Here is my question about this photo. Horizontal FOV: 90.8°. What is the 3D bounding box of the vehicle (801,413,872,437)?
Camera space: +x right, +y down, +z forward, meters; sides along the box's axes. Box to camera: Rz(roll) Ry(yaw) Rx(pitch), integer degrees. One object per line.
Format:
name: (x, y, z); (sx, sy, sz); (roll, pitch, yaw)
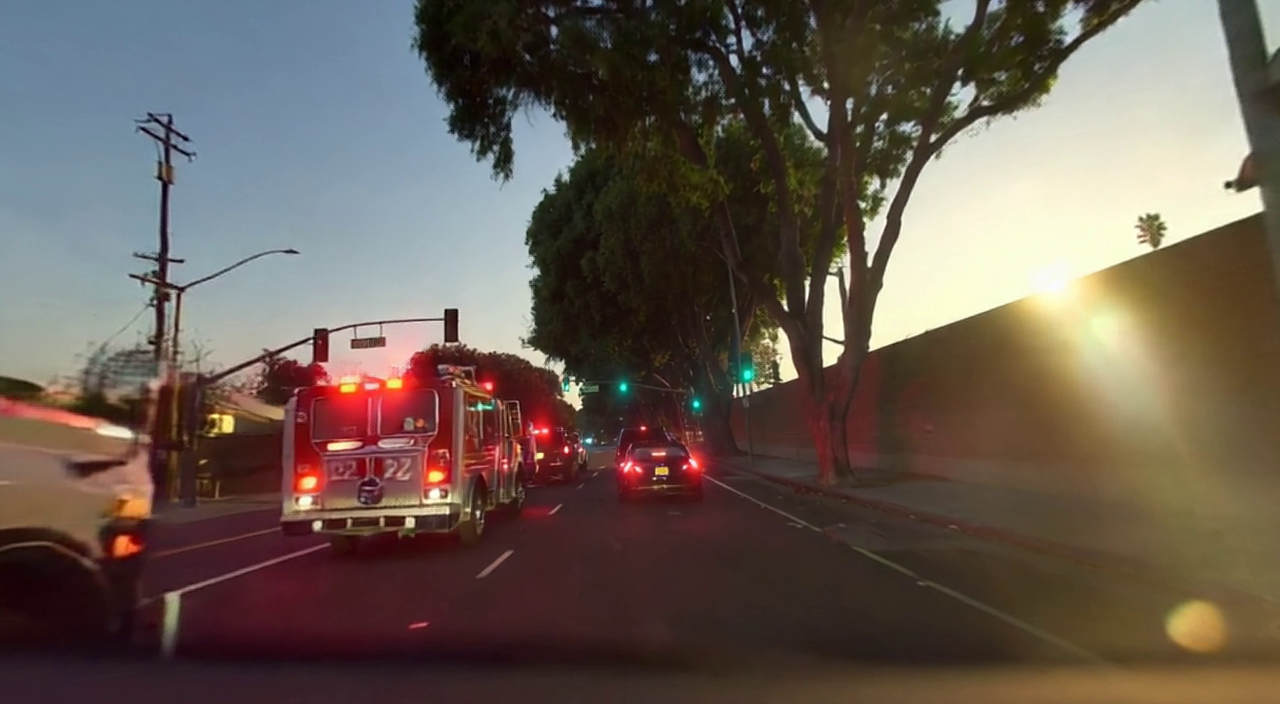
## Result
vehicle: (14.593, 5.485, 47.006); (4.528, 1.704, 2.073); (2, -9, -13)

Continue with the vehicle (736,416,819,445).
vehicle: (9.233, 5.317, 42.578); (4.955, 1.907, 2.040); (1, -8, -11)

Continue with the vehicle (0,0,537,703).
vehicle: (-3.588, 0.313, 4.942); (3.631, 3.655, 12.773); (0, -8, -1)

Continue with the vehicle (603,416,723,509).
vehicle: (0.310, 2.539, 15.006); (2.332, 1.831, 4.930); (0, -8, -4)
